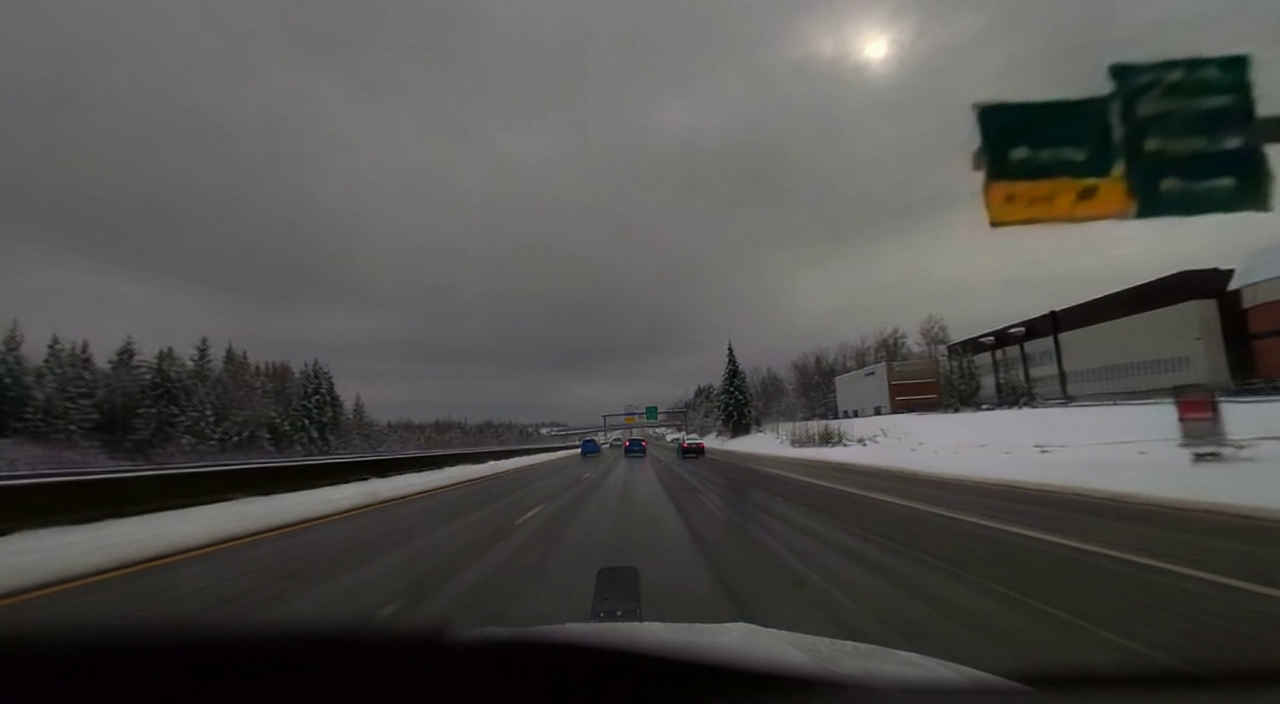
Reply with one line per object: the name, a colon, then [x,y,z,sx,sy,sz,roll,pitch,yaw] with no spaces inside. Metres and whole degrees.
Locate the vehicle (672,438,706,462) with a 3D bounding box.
vehicle: [3.367,6.795,43.804,1.992,1.532,3.996,-1,-8,-1]
